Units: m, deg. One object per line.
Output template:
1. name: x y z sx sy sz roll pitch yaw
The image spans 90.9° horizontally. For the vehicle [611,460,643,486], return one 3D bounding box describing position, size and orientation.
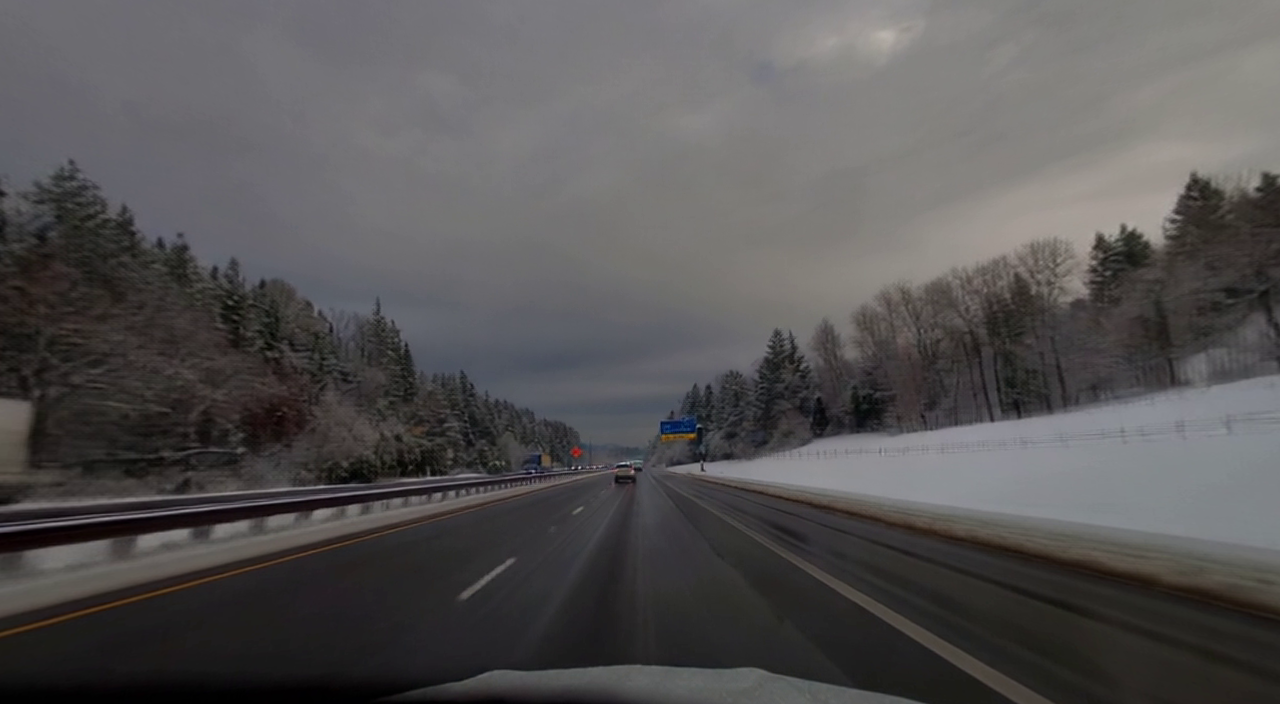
1. vehicle: -0.861 8.399 43.794 2.104 1.655 4.039 1 -10 0
